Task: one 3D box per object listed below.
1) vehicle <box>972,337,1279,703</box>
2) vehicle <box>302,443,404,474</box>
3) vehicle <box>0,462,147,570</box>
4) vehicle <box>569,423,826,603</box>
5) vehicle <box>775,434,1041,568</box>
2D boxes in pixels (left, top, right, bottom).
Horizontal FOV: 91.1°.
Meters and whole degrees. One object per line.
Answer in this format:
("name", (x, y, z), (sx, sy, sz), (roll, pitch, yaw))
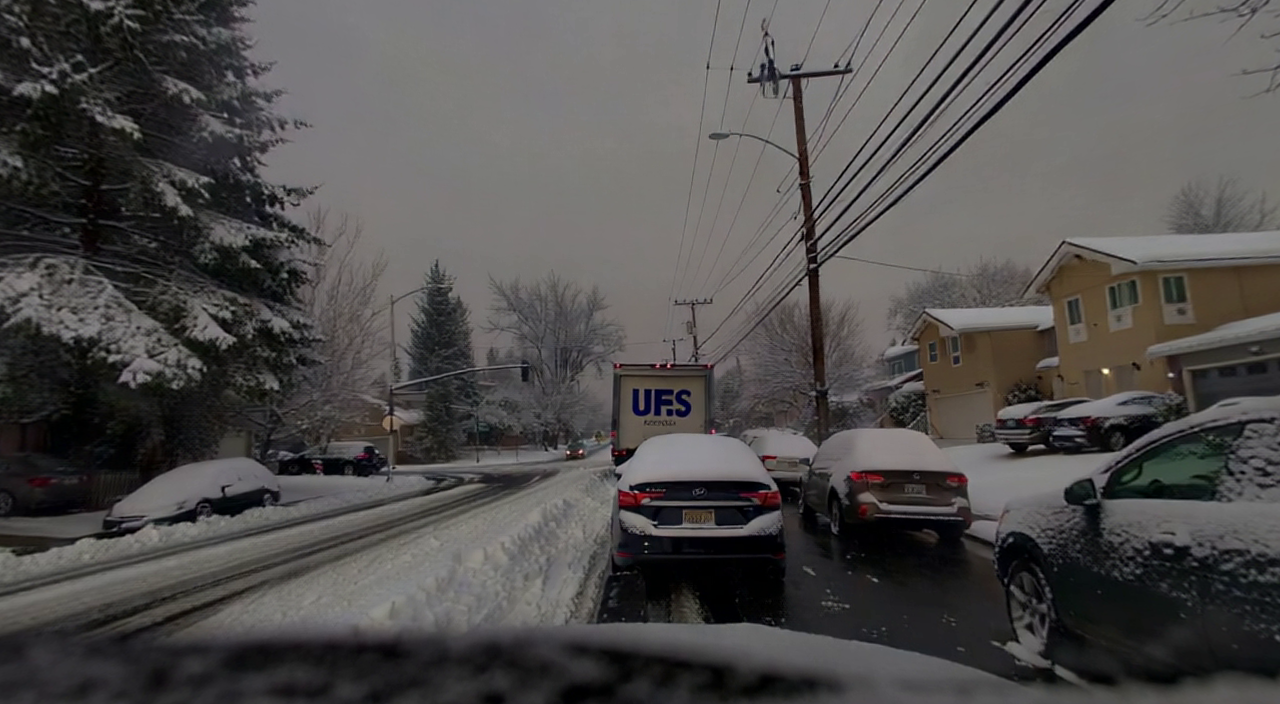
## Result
("vehicle", (3.324, 0.769, 1.932), (2.069, 1.722, 4.888), (0, -8, 2))
("vehicle", (-17.435, 6.463, 38.303), (5.274, 1.793, 1.921), (0, -8, 3))
("vehicle", (-10.350, 2.488, 9.479), (1.925, 1.482, 4.753), (0, -8, 0))
("vehicle", (0.473, 1.684, 7.533), (2.158, 1.499, 4.377), (0, -8, 0))
("vehicle", (3.496, 2.013, 9.357), (1.993, 1.479, 4.487), (0, -8, 0))
